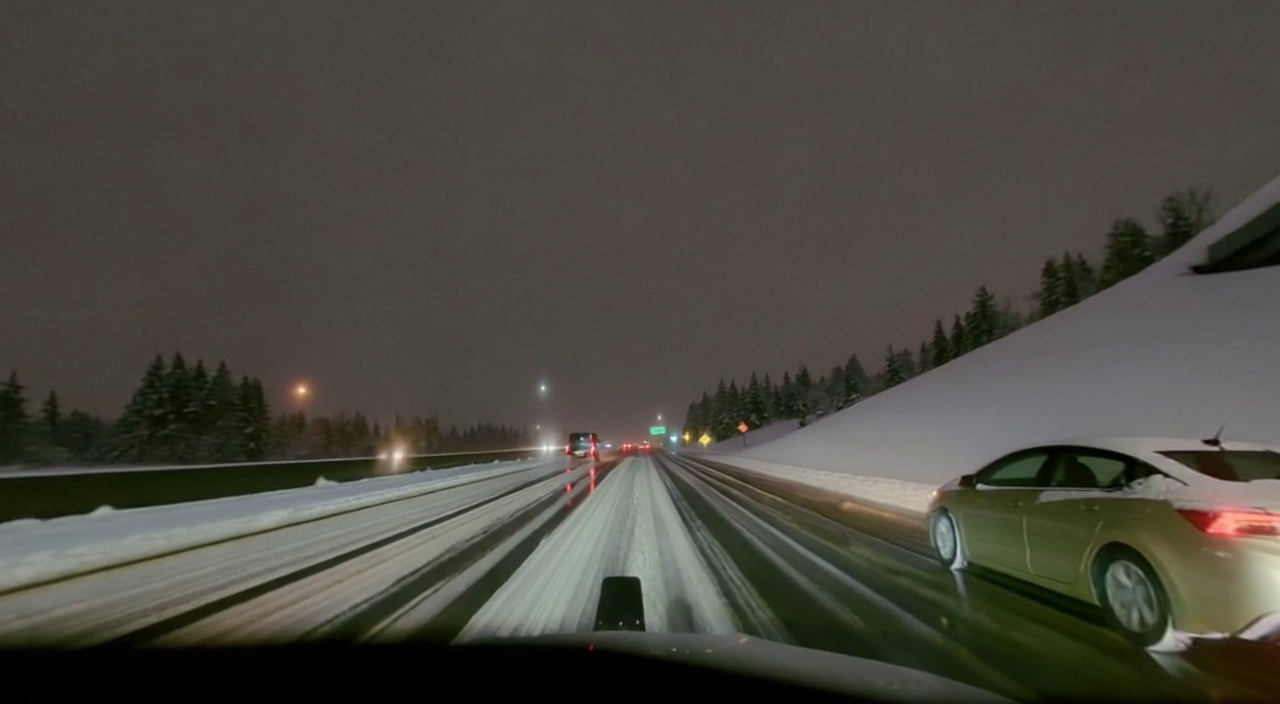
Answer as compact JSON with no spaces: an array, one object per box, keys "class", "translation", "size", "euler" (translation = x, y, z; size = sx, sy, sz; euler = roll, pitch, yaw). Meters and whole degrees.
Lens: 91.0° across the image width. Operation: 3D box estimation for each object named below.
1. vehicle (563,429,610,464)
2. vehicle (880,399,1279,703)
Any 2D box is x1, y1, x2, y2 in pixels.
[{"class":"vehicle","translation":[-3.502,6.408,42.696],"size":[2.496,2.203,6.317],"euler":[0,-9,1]},{"class":"vehicle","translation":[3.853,1.321,4.956],"size":[2.047,1.532,4.884],"euler":[0,-9,1]}]
